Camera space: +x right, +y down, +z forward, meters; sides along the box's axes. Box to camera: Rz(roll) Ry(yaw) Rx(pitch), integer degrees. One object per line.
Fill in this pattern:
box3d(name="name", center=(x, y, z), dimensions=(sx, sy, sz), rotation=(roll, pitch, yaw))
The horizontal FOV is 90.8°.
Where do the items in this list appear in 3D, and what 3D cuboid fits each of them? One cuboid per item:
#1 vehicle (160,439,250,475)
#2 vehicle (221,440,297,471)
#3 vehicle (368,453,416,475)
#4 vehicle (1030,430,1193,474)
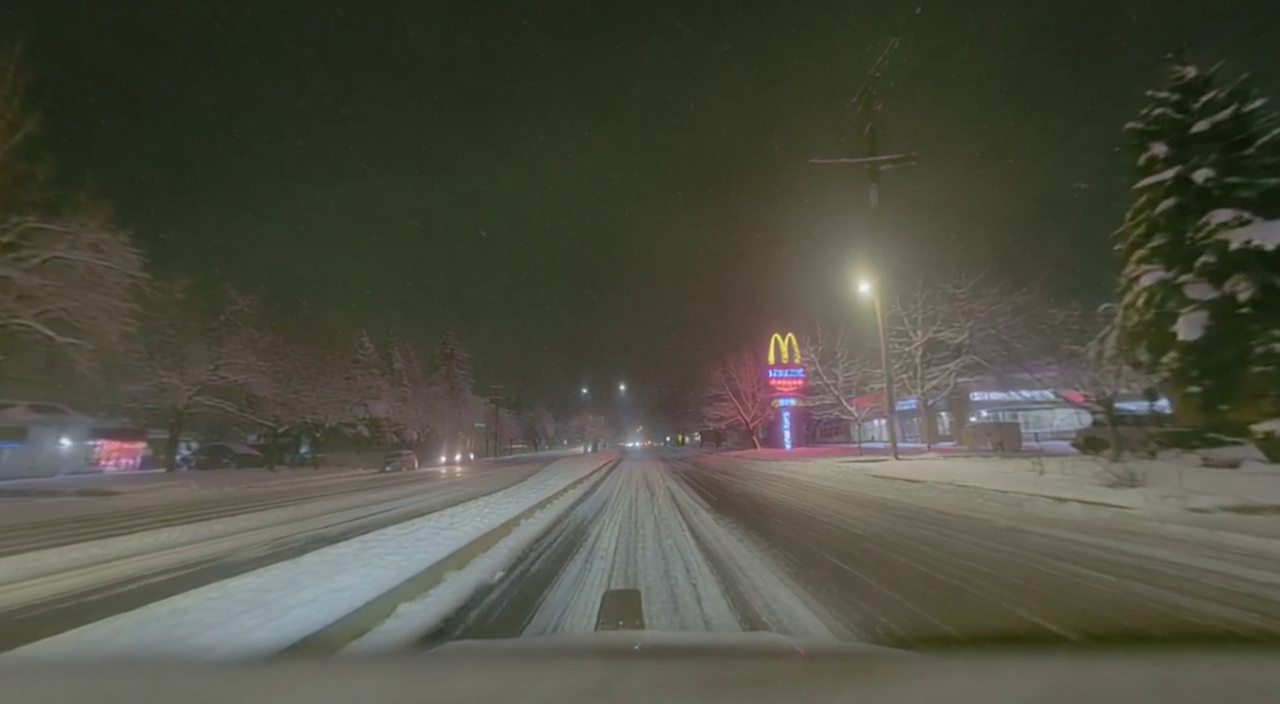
box3d(name="vehicle", center=(-29.880, 7.190, 43.384), dimensions=(5.630, 2.280, 2.513), rotation=(-4, -10, 26))
box3d(name="vehicle", center=(-29.945, 8.111, 49.640), dimensions=(5.867, 2.279, 2.342), rotation=(-5, -10, 28))
box3d(name="vehicle", center=(-19.528, 8.822, 49.939), dimensions=(2.012, 1.471, 4.613), rotation=(-2, -8, -2))
box3d(name="vehicle", center=(21.258, 4.559, 29.050), dimensions=(2.480, 1.766, 6.529), rotation=(0, -9, 0))
